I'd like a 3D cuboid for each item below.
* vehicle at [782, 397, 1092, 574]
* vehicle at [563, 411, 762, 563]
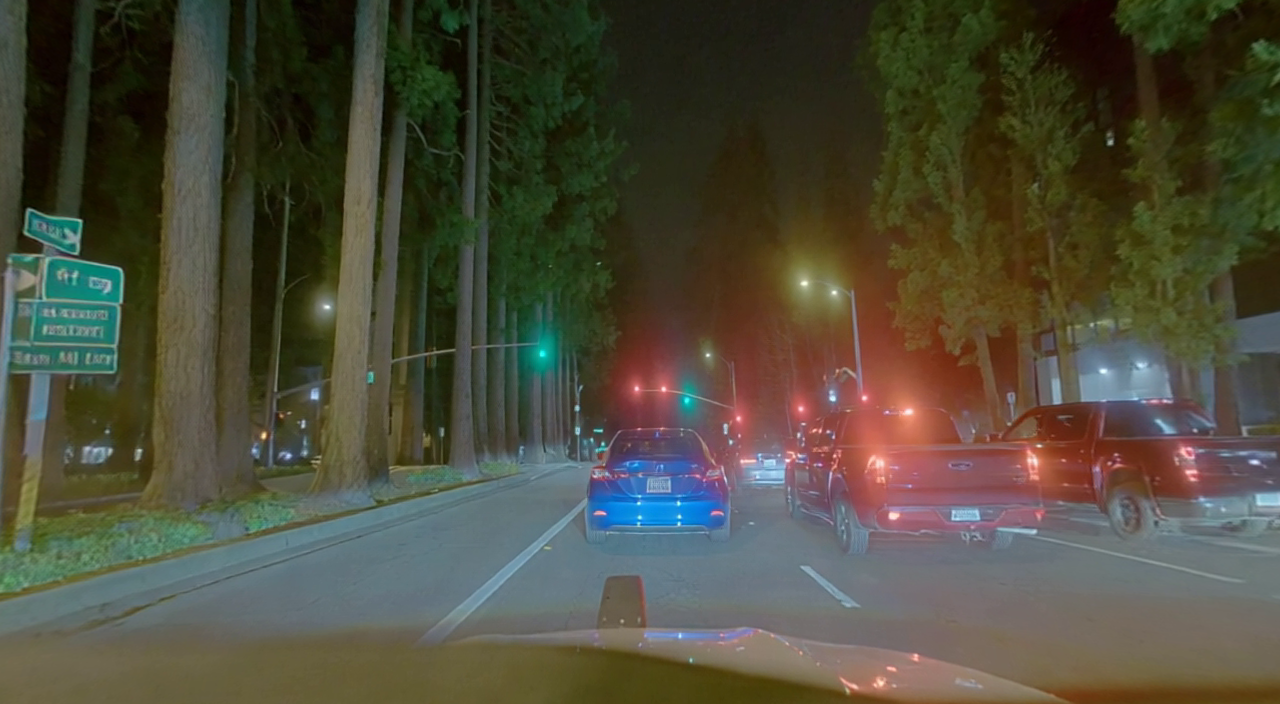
[{"bbox_3d":[3.397,1.630,8.397,2.099,1.725,4.290,0,-8,1],"label":"vehicle"},{"bbox_3d":[0.247,1.776,8.968,2.168,1.641,4.039,0,-8,0],"label":"vehicle"}]
